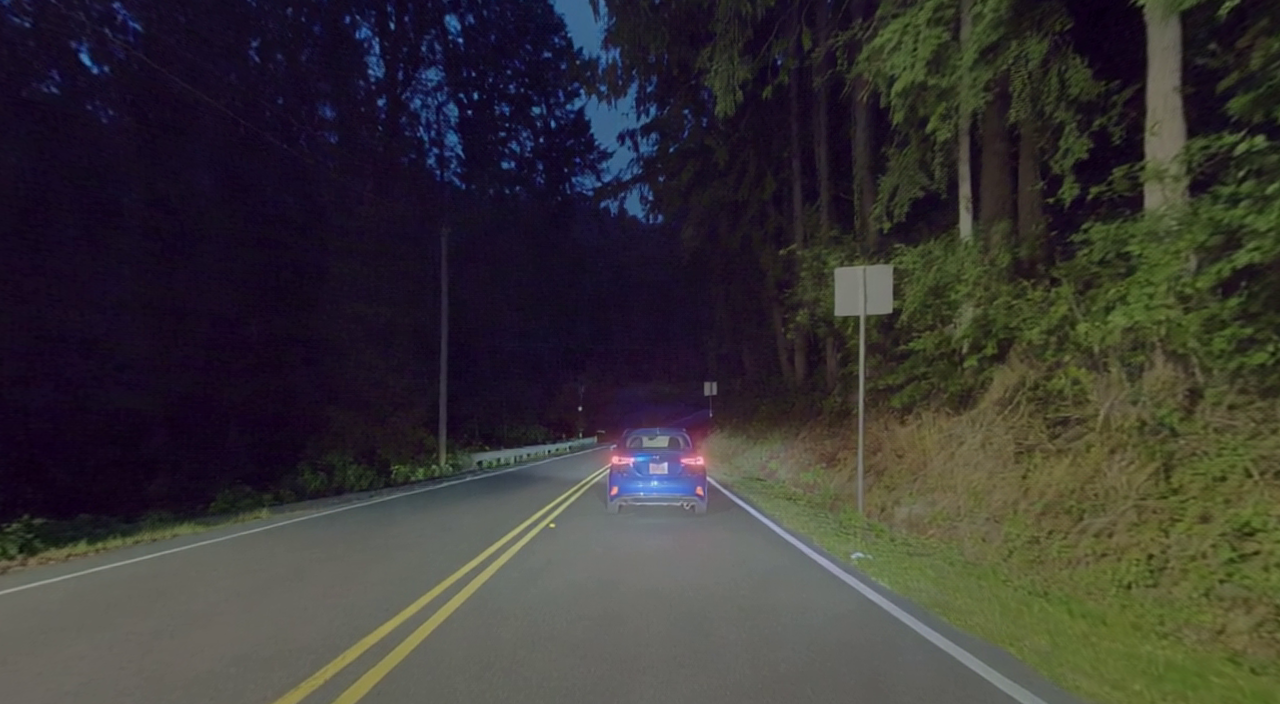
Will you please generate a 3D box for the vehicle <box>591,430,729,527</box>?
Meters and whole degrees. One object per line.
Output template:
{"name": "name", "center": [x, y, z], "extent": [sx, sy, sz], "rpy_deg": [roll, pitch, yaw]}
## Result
{"name": "vehicle", "center": [0.322, 2.291, 11.932], "extent": [2.187, 1.533, 3.726], "rpy_deg": [0, -8, 0]}
